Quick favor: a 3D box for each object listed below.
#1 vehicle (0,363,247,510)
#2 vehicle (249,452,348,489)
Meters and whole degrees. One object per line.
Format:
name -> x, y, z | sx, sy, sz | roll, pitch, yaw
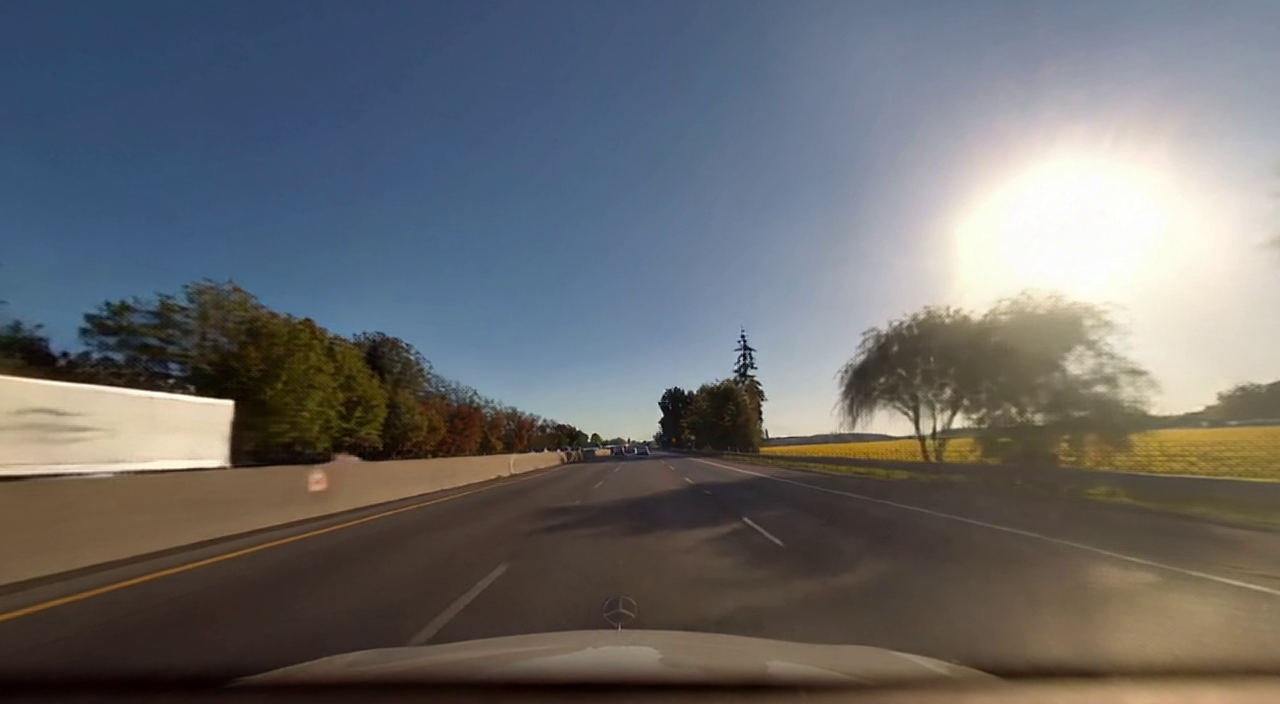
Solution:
vehicle -> -19.274, 2.954, 21.360 | 2.872, 4.066, 13.769 | -1, -9, 0
vehicle -> -15.708, 5.456, 29.266 | 1.990, 1.511, 4.672 | -1, -9, 0
